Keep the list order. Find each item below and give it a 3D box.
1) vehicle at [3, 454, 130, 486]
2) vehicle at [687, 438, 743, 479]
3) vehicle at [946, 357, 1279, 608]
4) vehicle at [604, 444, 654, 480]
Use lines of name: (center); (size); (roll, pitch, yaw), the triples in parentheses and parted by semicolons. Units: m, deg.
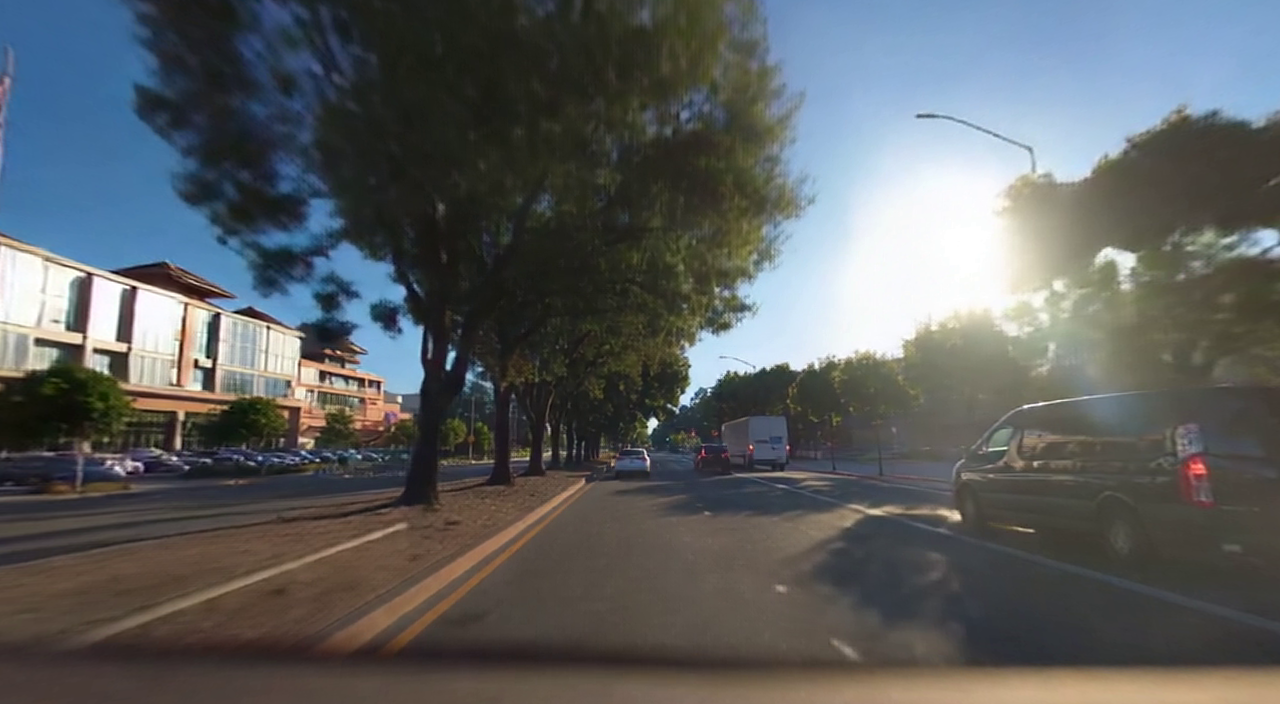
vehicle: (-29.594, 6.084, 32.696); (4.761, 1.522, 1.968); (-1, -10, 3)
vehicle: (3.358, 4.837, 29.008); (2.047, 1.711, 4.265); (0, -8, 0)
vehicle: (6.687, 1.503, 8.189); (2.573, 2.127, 5.568); (0, -8, 0)
vehicle: (-0.497, 4.926, 28.605); (2.095, 1.456, 3.873); (0, -8, -1)
